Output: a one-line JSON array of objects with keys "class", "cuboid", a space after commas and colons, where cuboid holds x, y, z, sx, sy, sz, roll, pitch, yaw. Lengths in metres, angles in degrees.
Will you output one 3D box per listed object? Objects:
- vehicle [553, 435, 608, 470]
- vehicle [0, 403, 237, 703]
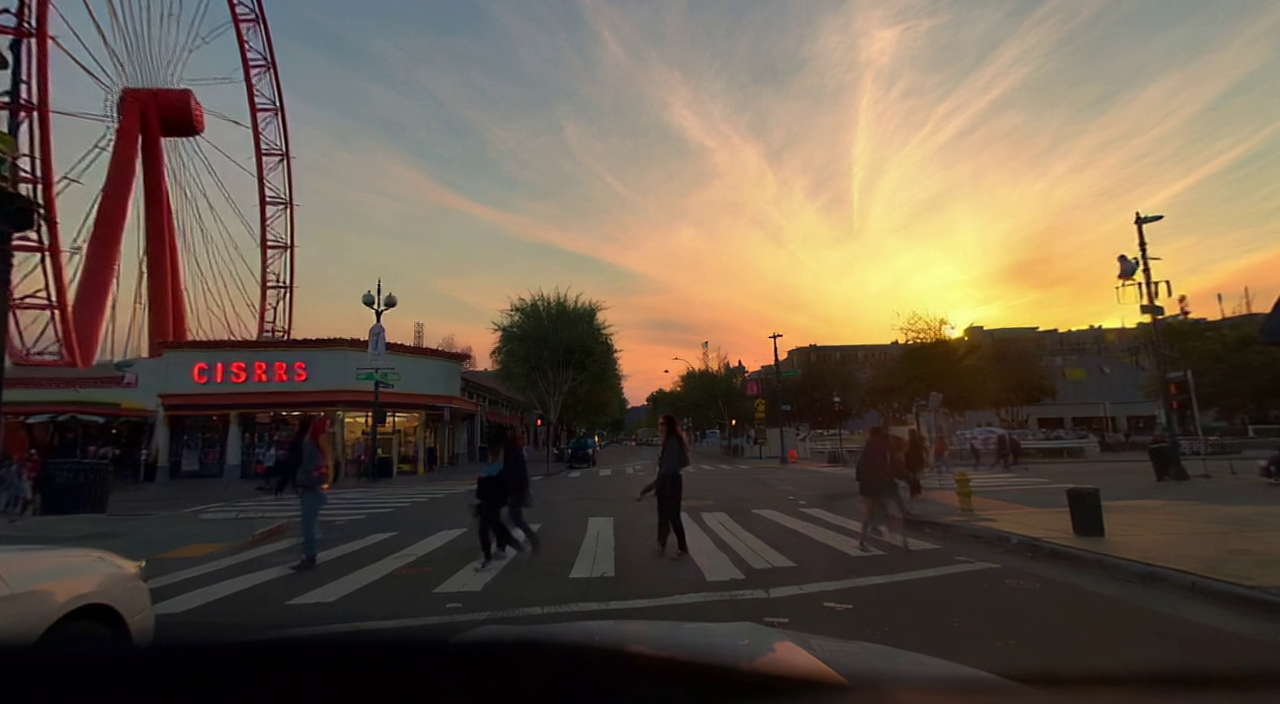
[{"class": "vehicle", "cuboid": [-3.900, 6.383, 40.252, 2.549, 2.000, 5.699, 2, -9, -15]}, {"class": "vehicle", "cuboid": [-3.369, 0.785, 1.186, 1.940, 1.505, 4.676, -1, -9, 3]}]
